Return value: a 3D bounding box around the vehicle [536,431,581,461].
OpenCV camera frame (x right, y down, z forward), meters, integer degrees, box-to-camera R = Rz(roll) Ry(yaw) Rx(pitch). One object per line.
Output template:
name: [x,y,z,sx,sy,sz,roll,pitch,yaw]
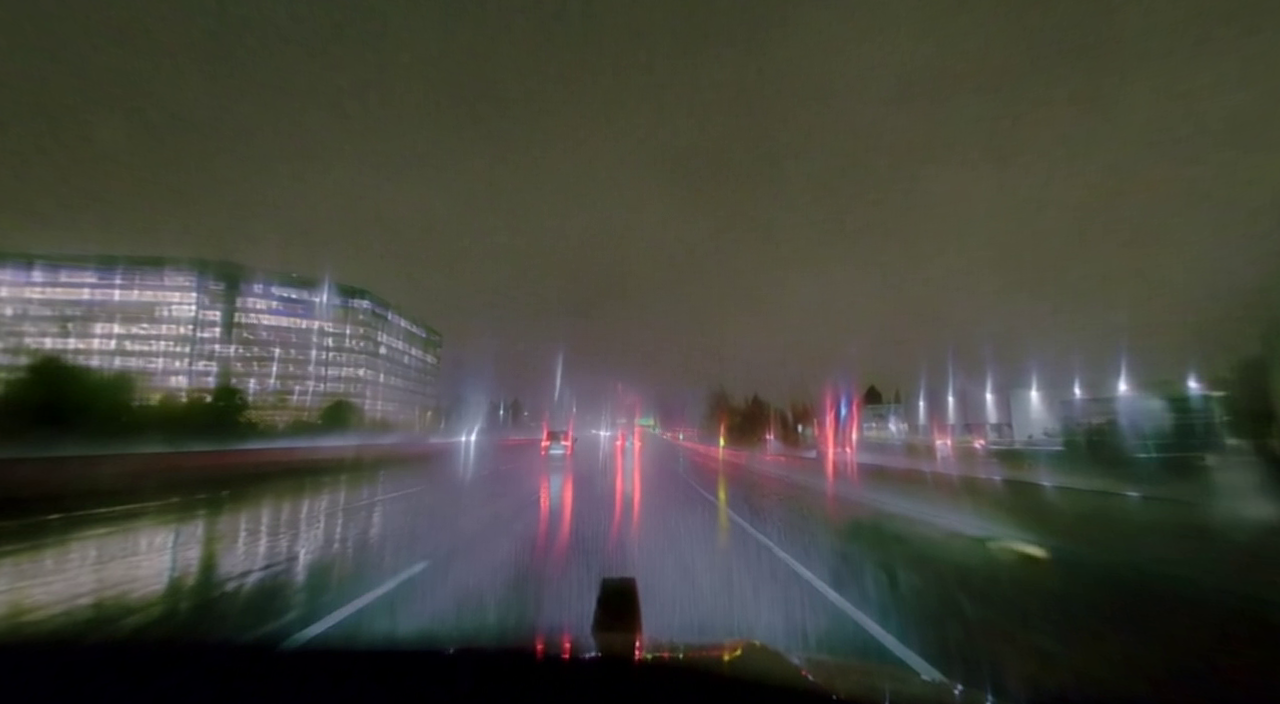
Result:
vehicle: [-4.669,5.458,36.543,2.036,1.612,4.510,0,-8,0]
